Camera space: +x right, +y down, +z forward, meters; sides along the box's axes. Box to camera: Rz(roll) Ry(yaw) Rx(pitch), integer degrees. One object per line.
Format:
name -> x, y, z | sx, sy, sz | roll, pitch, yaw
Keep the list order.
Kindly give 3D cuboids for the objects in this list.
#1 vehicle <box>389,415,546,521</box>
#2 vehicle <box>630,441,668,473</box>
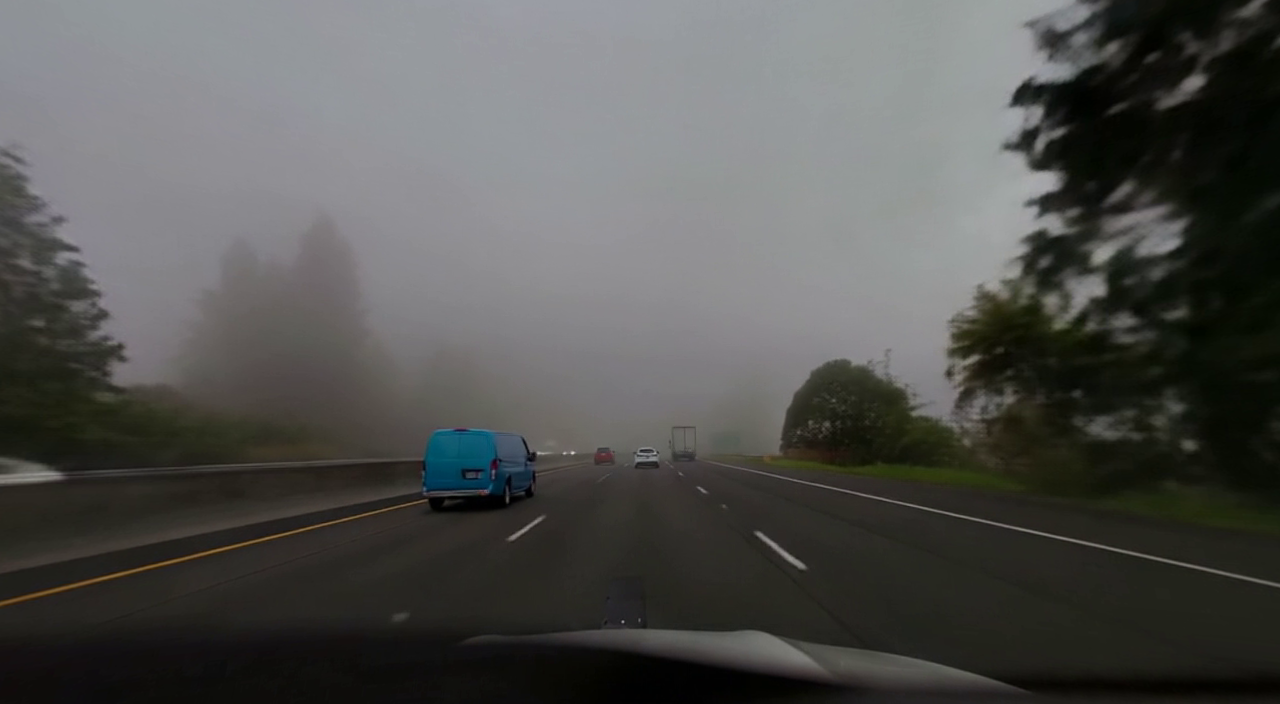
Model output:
vehicle -> -3.687, 2.616, 14.682 | 2.167, 1.991, 5.062 | -1, -9, 1
vehicle -> 0.522, 6.469, 39.053 | 2.209, 1.825, 4.036 | -1, -9, 1
